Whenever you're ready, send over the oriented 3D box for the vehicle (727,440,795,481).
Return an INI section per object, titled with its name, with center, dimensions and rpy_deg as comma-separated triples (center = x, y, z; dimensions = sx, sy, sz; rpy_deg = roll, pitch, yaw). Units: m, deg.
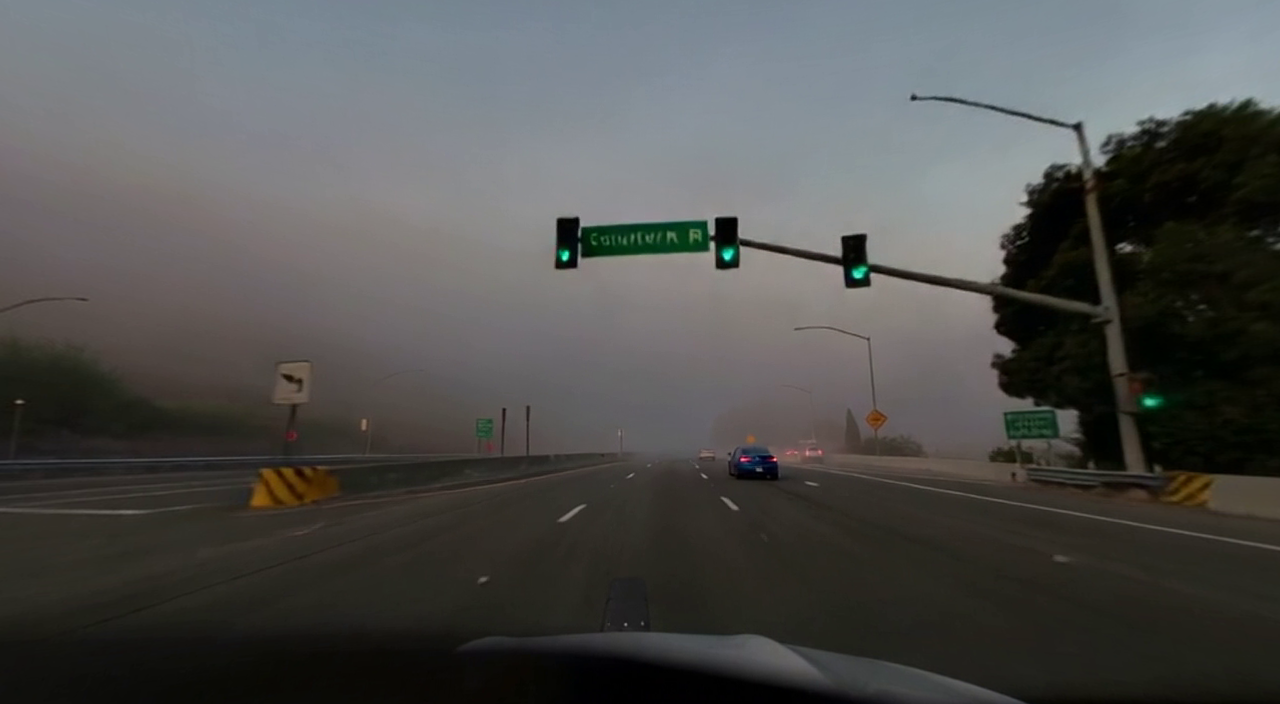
[vehicle]
center = 4.663, 4.253, 24.993
dimensions = 1.916, 1.469, 4.481
rpy_deg = 0, -8, 1
